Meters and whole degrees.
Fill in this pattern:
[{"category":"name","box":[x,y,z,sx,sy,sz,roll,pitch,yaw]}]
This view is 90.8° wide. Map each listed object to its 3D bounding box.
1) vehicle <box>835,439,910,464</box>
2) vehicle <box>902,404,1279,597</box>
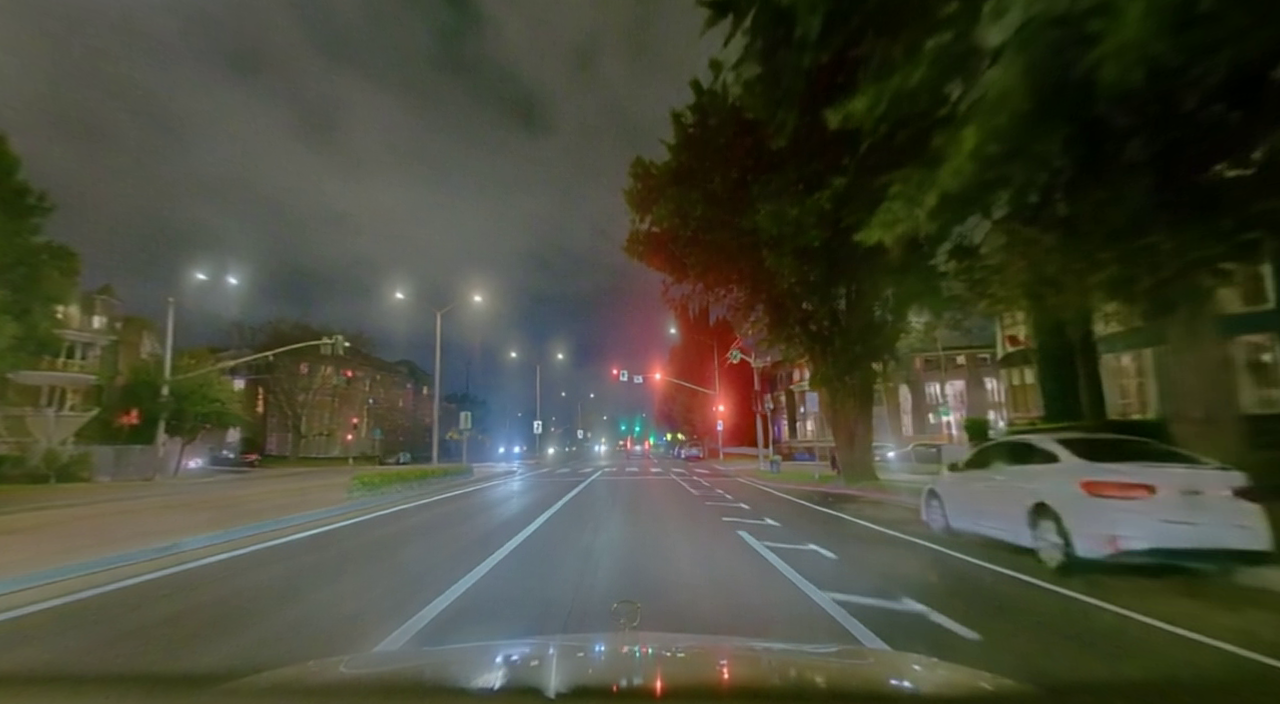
[{"category":"vehicle","box":[16.823,7.214,45.803,4.561,1.723,2.030,0,-9,-5]},{"category":"vehicle","box":[5.510,1.738,8.208,2.070,1.710,4.964,0,-9,0]}]
